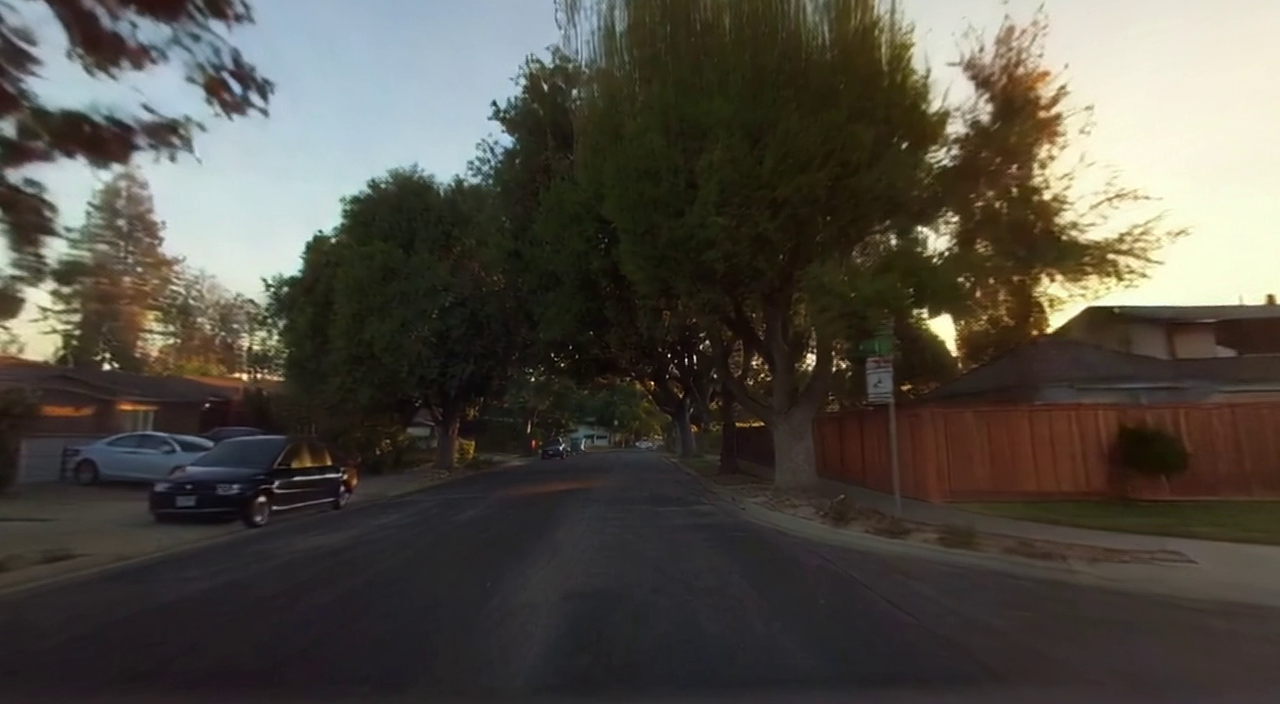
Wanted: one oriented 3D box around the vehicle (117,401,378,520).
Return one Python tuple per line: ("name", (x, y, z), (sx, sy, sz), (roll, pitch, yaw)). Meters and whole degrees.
("vehicle", (-7.352, 2.148, 12.628), (2.091, 1.912, 4.598), (0, -10, 2))
